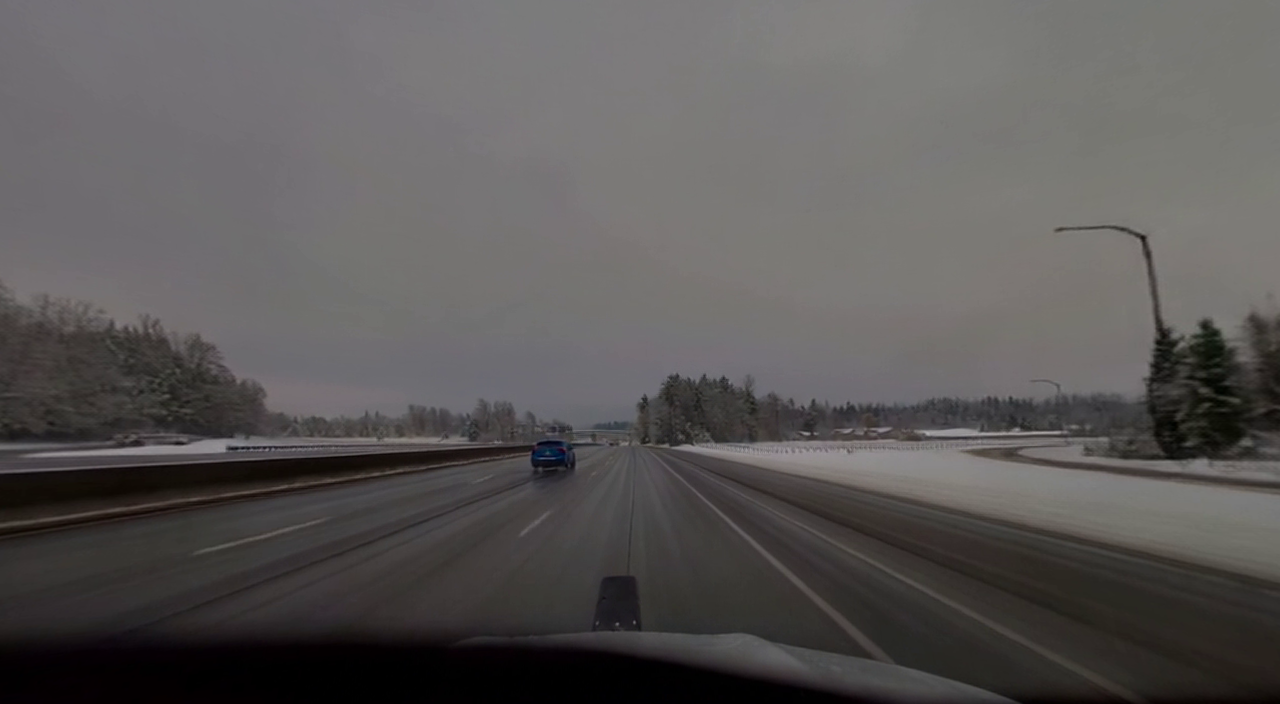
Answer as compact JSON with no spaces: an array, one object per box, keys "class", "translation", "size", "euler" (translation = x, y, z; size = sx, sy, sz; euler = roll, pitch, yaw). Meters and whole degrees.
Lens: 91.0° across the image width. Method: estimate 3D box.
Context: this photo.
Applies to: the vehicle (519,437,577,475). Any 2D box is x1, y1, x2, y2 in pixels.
[{"class":"vehicle","translation":[-4.015,4.601,28.119],"size":[2.008,1.567,3.959],"euler":[0,-8,0]}]
